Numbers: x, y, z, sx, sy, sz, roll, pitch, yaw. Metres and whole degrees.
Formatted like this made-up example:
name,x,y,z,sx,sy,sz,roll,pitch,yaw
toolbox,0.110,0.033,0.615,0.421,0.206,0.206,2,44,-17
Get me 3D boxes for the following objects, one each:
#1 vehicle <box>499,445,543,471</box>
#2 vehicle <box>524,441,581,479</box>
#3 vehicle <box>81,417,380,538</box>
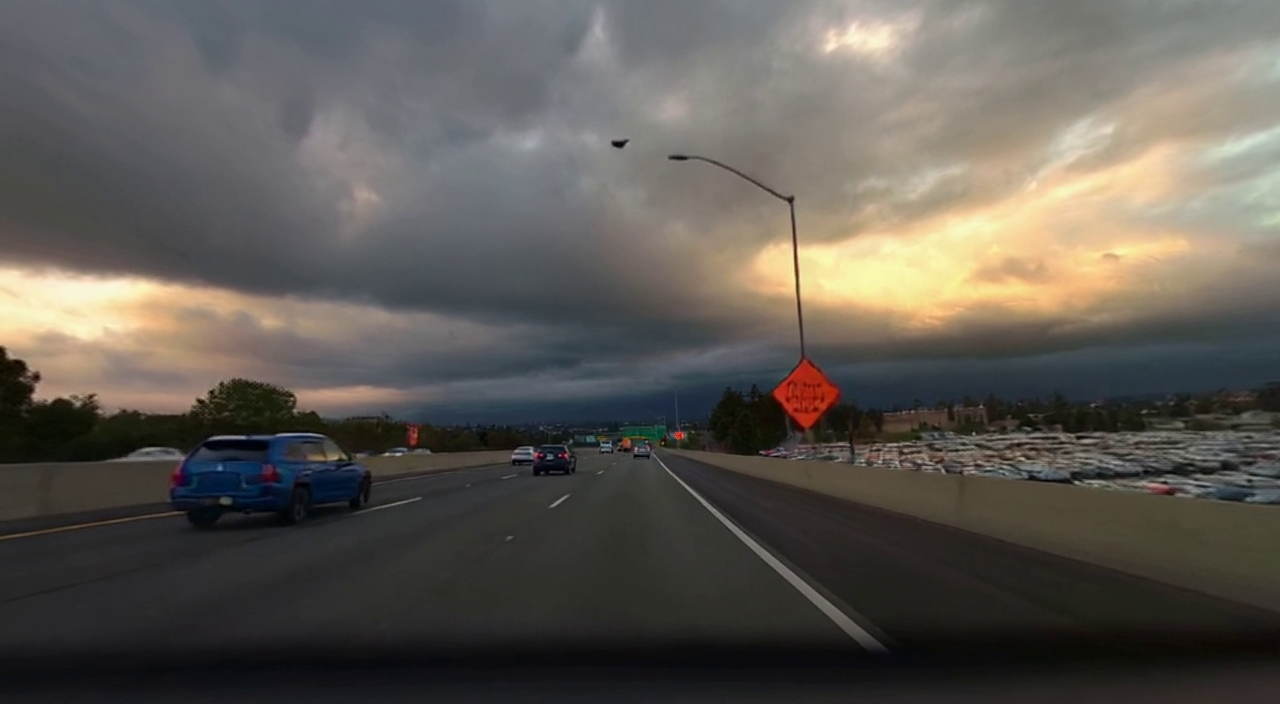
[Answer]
name,x,y,z,sx,sy,sz,roll,pitch,yaw
vehicle,-7.681,6.856,40.914,1.991,1.538,4.360,0,-9,0
vehicle,-4.063,5.096,29.984,2.070,1.665,4.213,0,-9,1
vehicle,-7.335,2.315,12.299,2.159,1.807,5.422,0,-9,0
